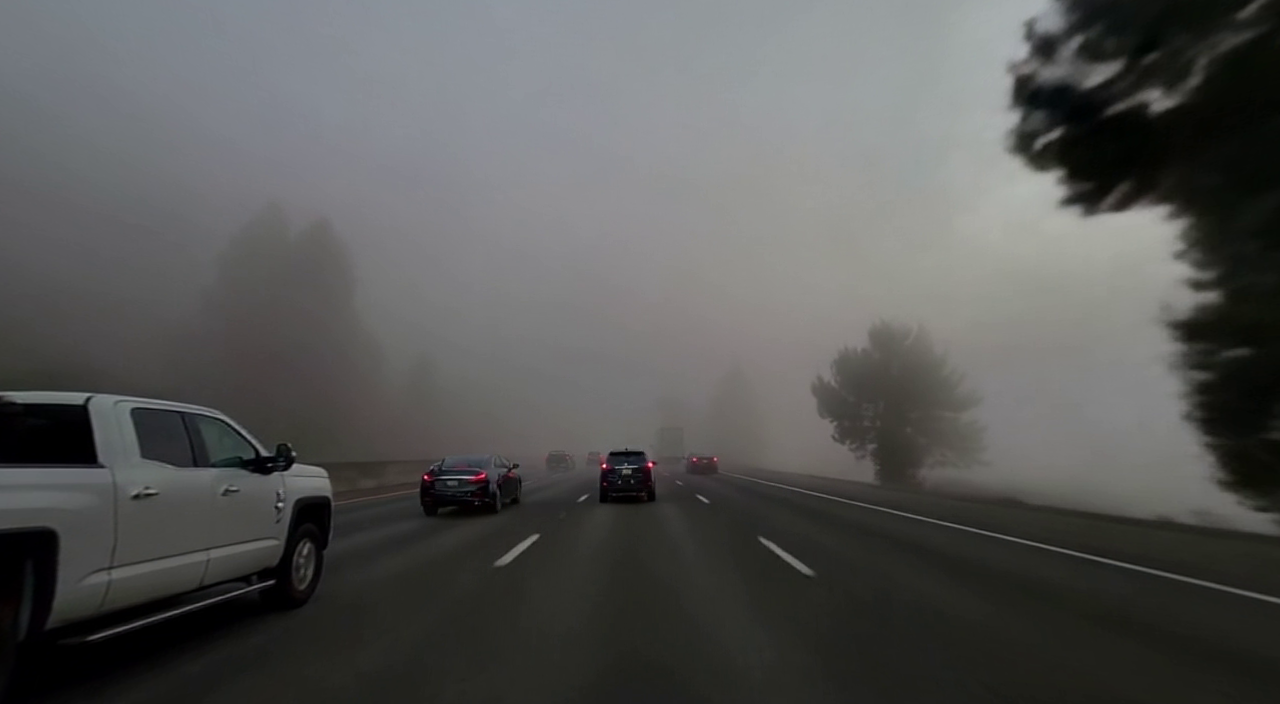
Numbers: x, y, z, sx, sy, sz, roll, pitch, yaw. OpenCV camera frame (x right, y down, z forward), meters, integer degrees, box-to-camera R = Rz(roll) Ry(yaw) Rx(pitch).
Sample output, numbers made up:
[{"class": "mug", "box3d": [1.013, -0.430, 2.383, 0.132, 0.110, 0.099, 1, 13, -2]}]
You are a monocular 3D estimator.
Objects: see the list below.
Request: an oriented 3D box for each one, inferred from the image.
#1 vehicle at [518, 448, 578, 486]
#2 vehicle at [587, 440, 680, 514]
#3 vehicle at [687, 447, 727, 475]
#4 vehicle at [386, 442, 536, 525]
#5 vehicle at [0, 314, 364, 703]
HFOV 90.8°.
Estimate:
[{"class": "vehicle", "box3d": [-3.872, 4.932, 27.318, 1.999, 1.484, 4.269, 0, -9, 0]}, {"class": "vehicle", "box3d": [-0.151, 2.963, 15.301, 1.996, 1.574, 3.426, 0, -9, 0]}, {"class": "vehicle", "box3d": [3.894, 6.449, 37.369, 1.858, 1.537, 3.838, 0, -9, -1]}, {"class": "vehicle", "box3d": [-3.678, 2.790, 13.946, 1.988, 1.501, 4.438, 0, -9, 0]}, {"class": "vehicle", "box3d": [-3.890, 0.949, 3.728, 2.243, 1.889, 4.949, 0, -9, 0]}]
